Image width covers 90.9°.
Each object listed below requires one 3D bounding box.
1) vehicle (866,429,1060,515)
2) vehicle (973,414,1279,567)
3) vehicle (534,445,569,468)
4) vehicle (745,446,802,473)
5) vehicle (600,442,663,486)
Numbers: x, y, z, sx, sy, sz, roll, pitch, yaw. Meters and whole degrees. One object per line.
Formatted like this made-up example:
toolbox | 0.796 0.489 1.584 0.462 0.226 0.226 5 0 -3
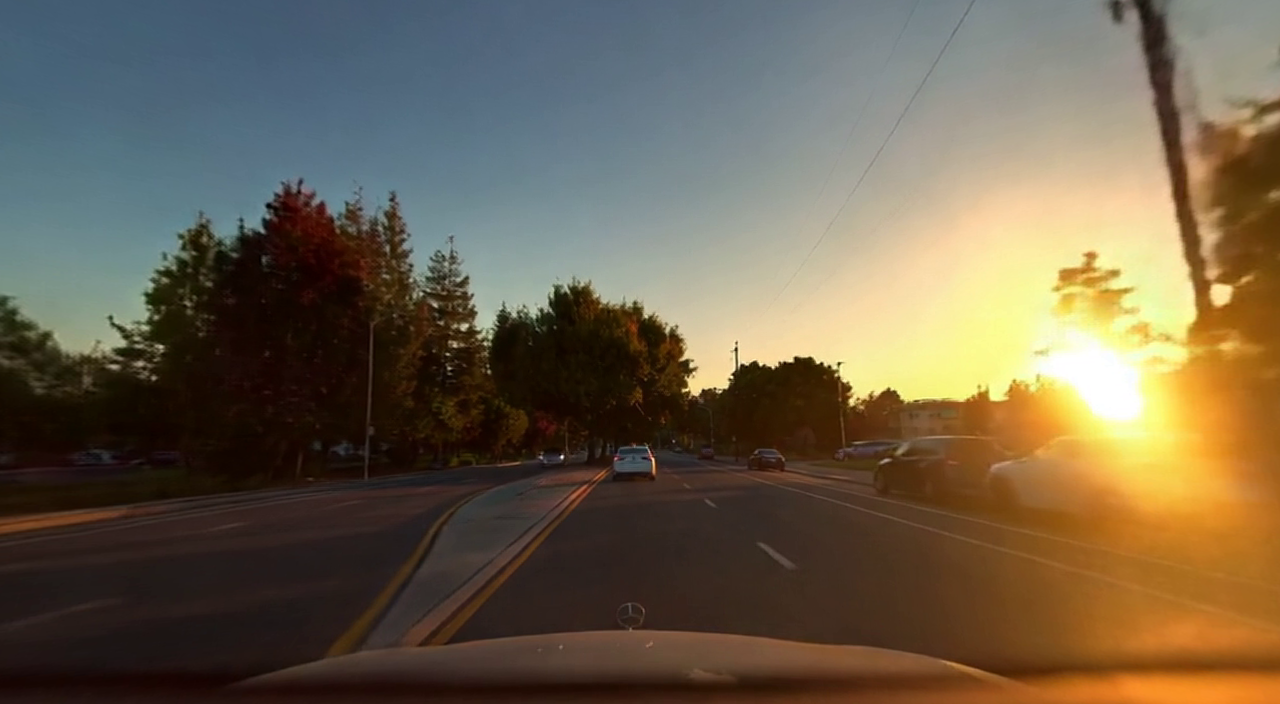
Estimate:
vehicle | 7.725 2.910 15.857 2.064 1.792 5.053 0 -9 -2
vehicle | 7.894 2.043 10.139 2.185 1.818 5.038 0 -9 -2
vehicle | -6.790 8.077 48.886 2.083 1.646 4.293 0 -9 1
vehicle | 7.766 6.310 37.158 2.131 1.474 4.752 0 -9 -2
vehicle | -0.306 4.122 23.493 2.099 1.470 4.302 0 -9 0
